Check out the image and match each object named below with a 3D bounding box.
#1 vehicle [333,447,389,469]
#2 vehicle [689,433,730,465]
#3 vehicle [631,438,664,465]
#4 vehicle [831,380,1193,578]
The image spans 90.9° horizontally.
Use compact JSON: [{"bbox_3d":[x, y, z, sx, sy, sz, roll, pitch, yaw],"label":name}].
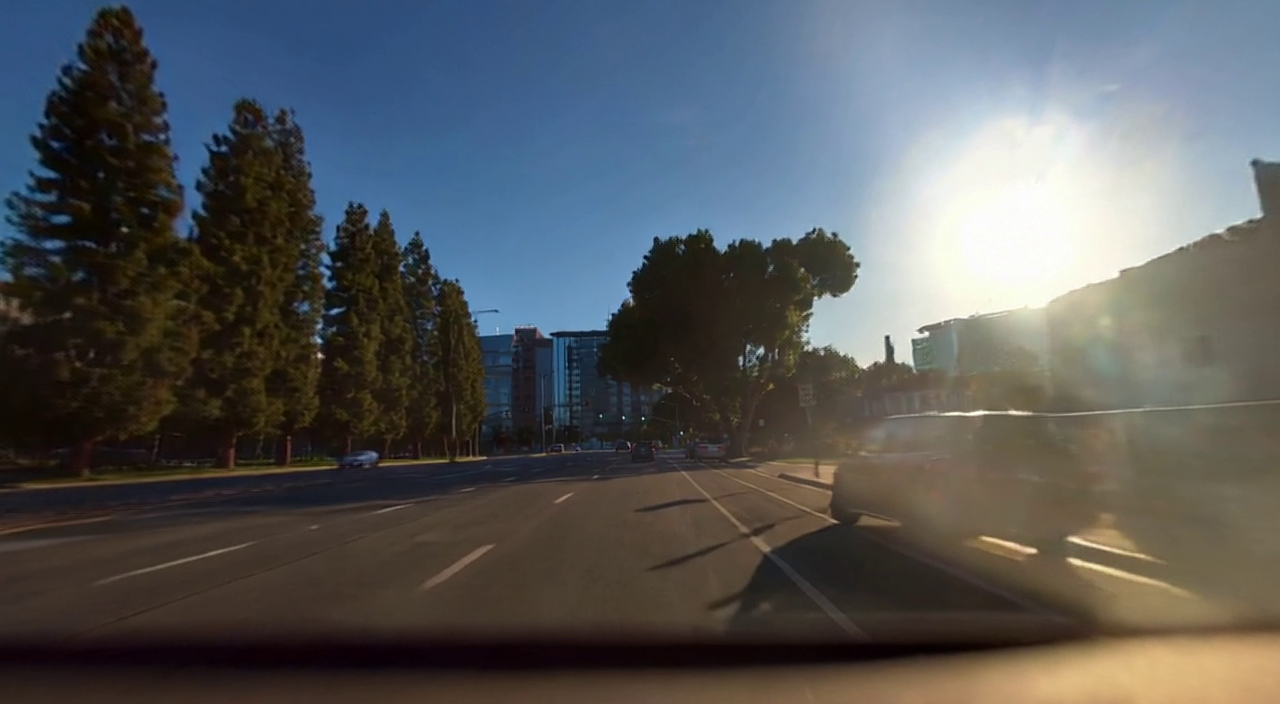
[{"bbox_3d":[-20.707,7.870,46.937,2.005,1.470,4.520,0,-8,2],"label":"vehicle"},{"bbox_3d":[4.833,6.814,44.535,2.162,2.080,6.515,0,-8,0],"label":"vehicle"},{"bbox_3d":[0.506,6.806,43.149,2.169,1.751,4.276,0,-8,1],"label":"vehicle"},{"bbox_3d":[4.118,1.493,8.067,2.109,1.838,4.204,0,-8,2],"label":"vehicle"}]
